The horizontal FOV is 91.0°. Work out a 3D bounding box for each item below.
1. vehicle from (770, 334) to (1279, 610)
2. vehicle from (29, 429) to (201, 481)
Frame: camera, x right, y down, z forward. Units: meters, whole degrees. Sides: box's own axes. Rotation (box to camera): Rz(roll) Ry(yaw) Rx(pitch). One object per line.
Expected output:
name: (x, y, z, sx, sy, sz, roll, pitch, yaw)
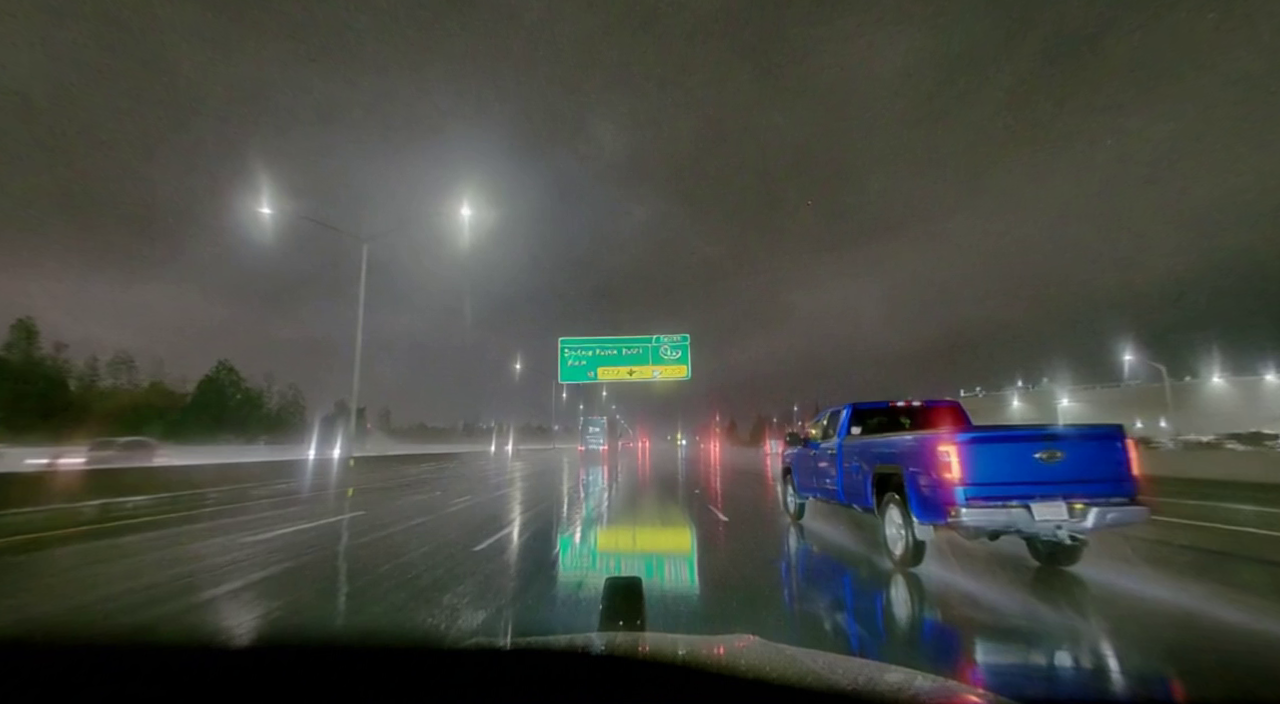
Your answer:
vehicle: (3.588, 1.356, 7.875, 2.593, 2.110, 6.016, 0, -9, 0)
vehicle: (-19.014, 3.776, 23.229, 1.980, 1.681, 5.015, 0, -9, 1)
